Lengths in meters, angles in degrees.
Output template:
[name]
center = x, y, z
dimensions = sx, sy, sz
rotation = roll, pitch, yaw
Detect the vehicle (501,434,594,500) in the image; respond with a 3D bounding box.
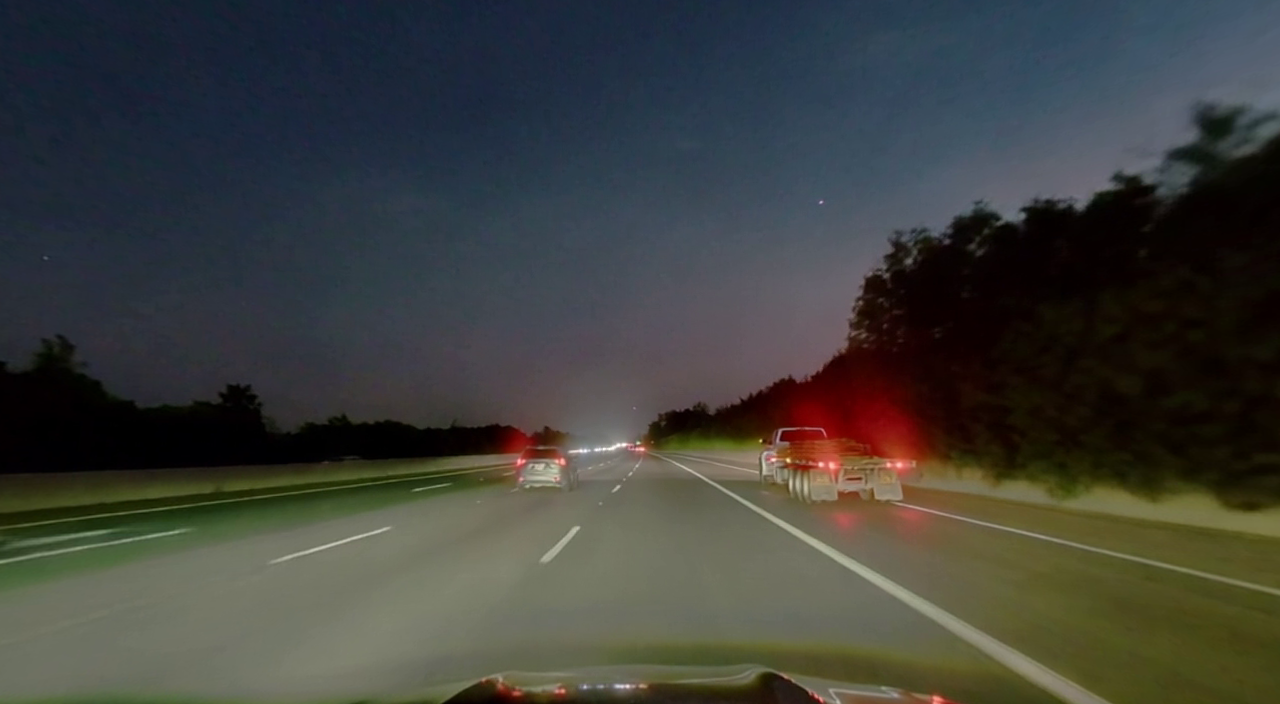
[vehicle]
center = -2.710, 3.496, 19.643
dimensions = 2.114, 1.787, 4.365
rotation = 0, -8, 2
